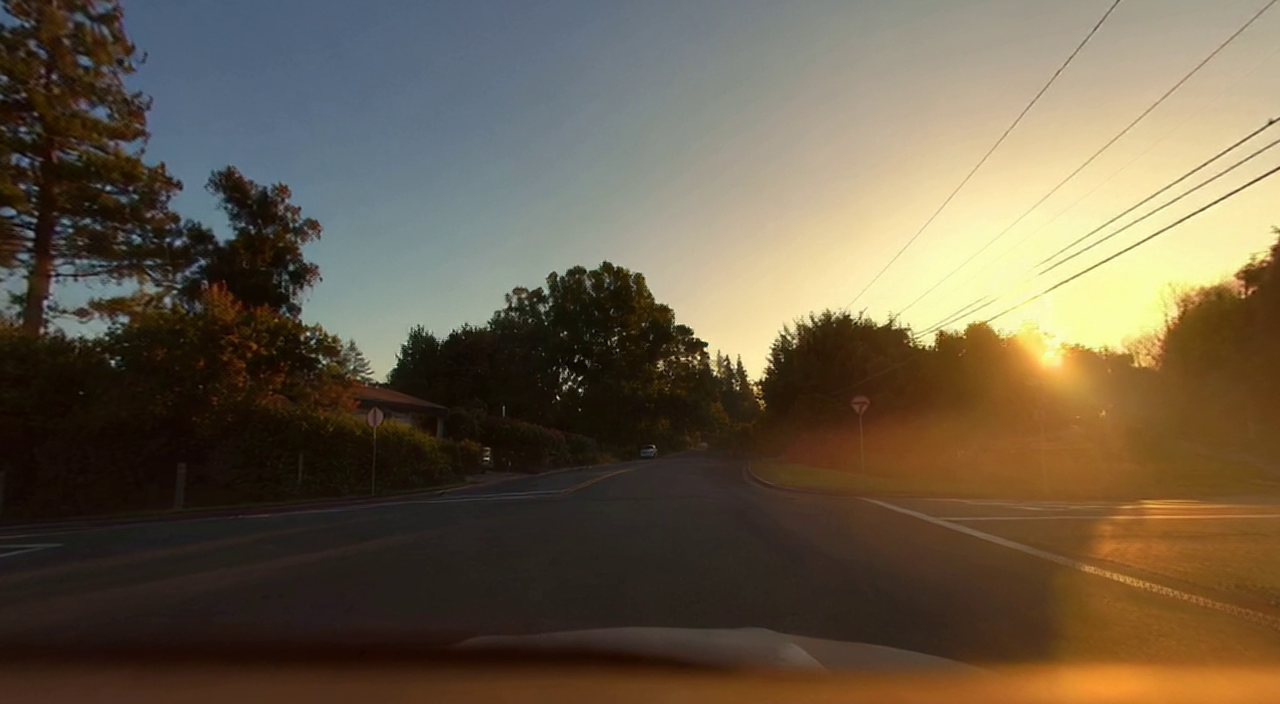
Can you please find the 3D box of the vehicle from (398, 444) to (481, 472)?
[{"bbox_3d":[-12.680,6.724,40.078,4.590,1.735,1.973,0,-9,3],"label":"vehicle"}]
